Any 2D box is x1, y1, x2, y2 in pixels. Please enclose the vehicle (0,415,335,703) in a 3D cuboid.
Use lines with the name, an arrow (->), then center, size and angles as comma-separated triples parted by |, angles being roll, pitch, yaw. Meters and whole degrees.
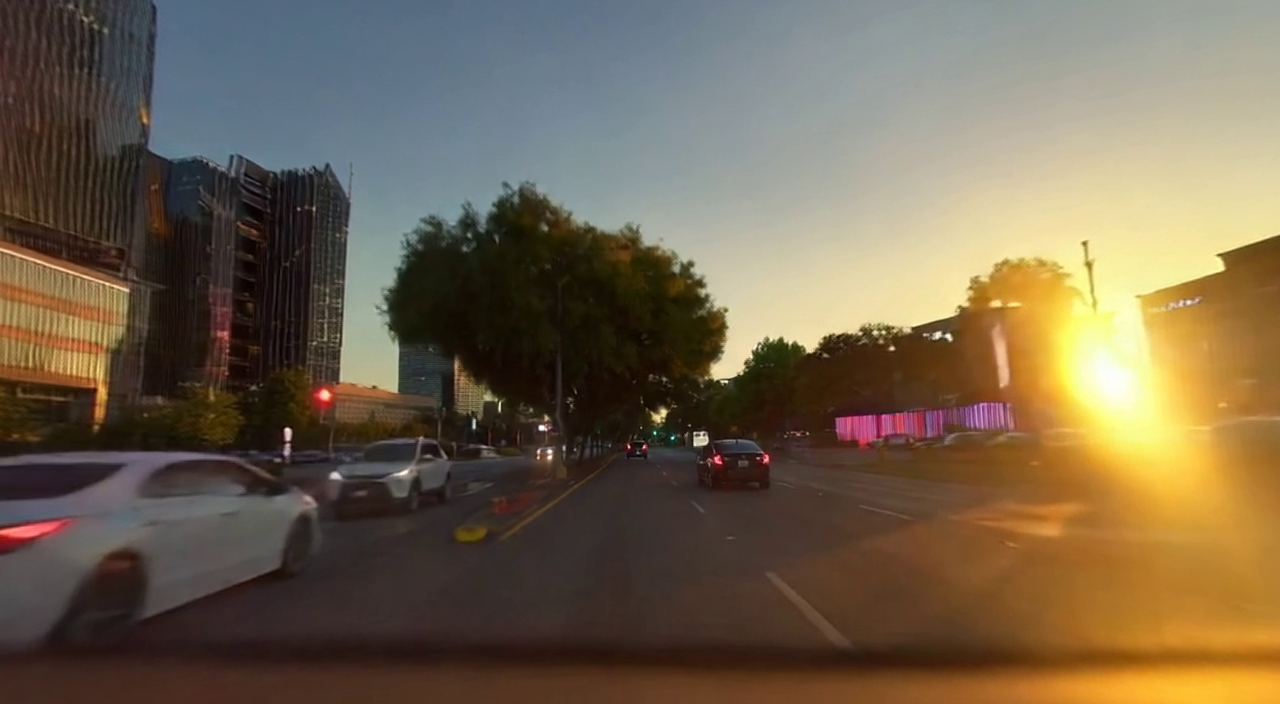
vehicle -> -4.198, 1.406, 5.080 | 1.905, 1.471, 4.302 | -1, -9, -8

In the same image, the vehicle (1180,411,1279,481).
vehicle -> 17.346, 2.564, 17.370 | 4.504, 1.690, 2.179 | 3, -11, -30

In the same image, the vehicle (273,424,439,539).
vehicle -> -5.117, 2.372, 12.145 | 2.134, 1.660, 4.625 | 0, -9, -14

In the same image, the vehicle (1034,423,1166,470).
vehicle -> 17.559, 3.591, 24.122 | 4.591, 1.645, 1.914 | 4, -9, -24

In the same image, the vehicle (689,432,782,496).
vehicle -> 2.708, 3.296, 18.997 | 1.963, 1.677, 4.229 | 0, -9, -2
